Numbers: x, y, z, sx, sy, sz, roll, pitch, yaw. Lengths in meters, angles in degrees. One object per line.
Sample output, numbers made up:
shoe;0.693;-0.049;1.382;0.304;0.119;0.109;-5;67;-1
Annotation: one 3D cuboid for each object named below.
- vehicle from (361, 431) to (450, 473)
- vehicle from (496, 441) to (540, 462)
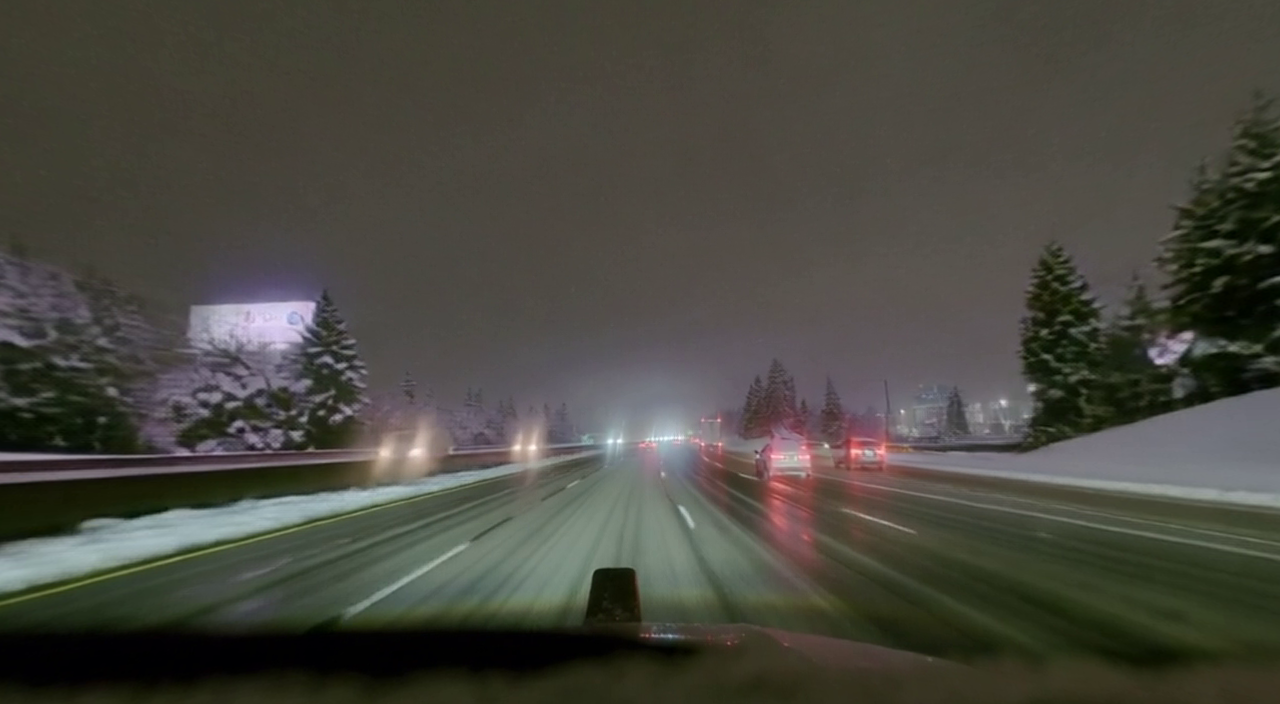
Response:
vehicle;-11.594;5.006;31.809;2.196;1.925;5.563;-1;-8;2
vehicle;-9.038;7.439;47.248;2.327;1.492;4.540;0;-8;1
